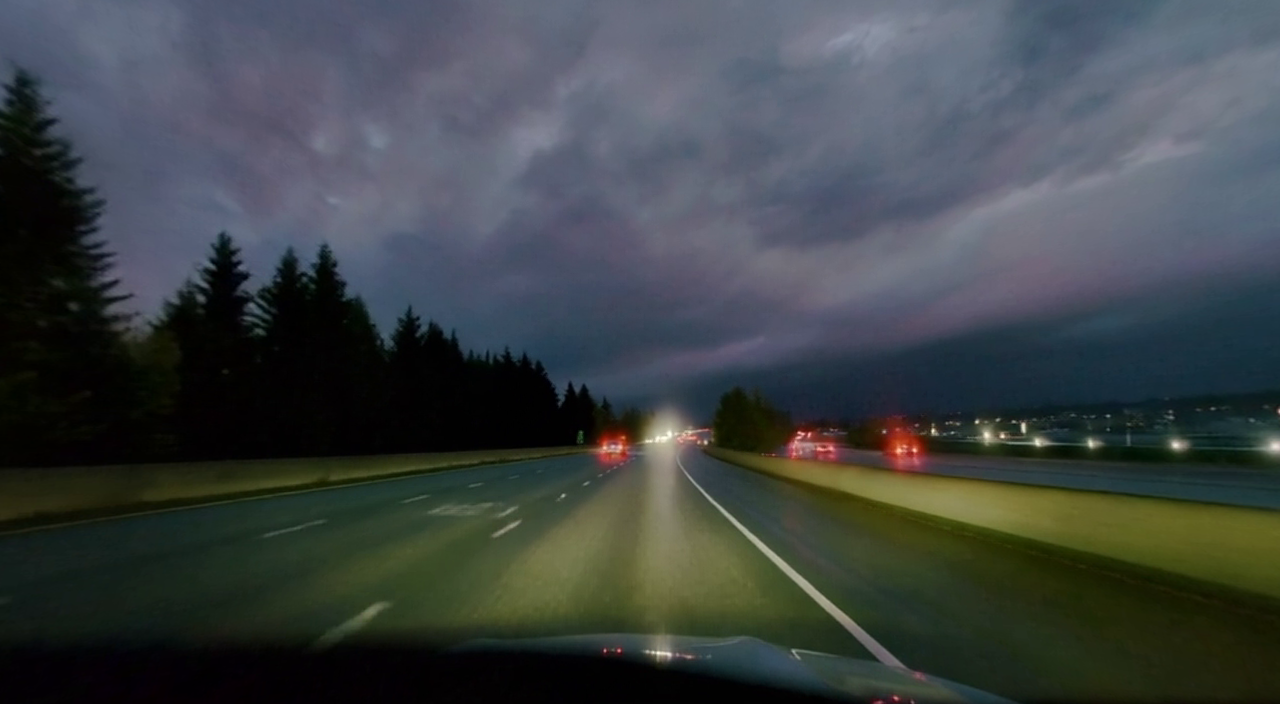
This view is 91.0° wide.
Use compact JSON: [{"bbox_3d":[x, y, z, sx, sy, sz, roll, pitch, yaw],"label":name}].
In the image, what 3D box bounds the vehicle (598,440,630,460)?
[{"bbox_3d":[-1.903,7.326,47.232,2.118,1.475,4.263,0,-8,2],"label":"vehicle"}]
